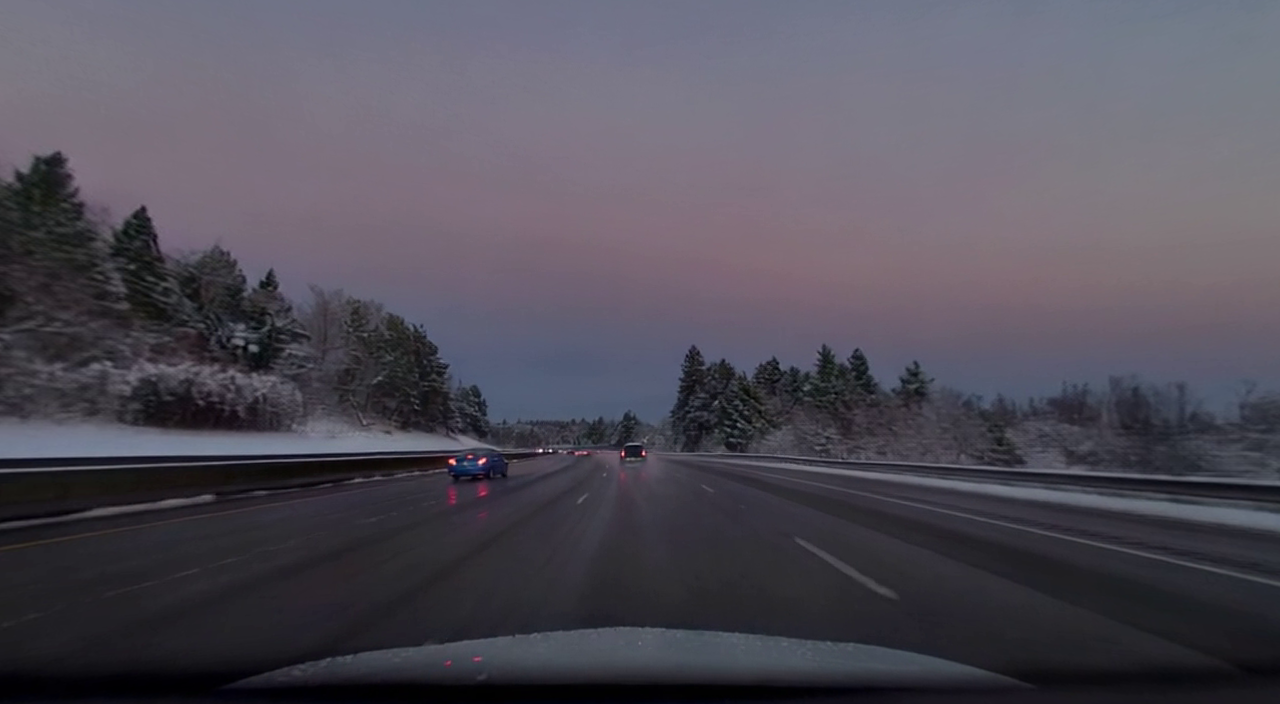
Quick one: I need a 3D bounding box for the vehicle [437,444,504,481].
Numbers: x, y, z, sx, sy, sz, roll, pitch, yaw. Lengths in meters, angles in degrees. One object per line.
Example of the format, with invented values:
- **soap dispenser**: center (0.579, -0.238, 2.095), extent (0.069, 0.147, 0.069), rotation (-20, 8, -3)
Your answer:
- **vehicle**: center (-7.423, 4.855, 28.022), extent (1.915, 1.479, 3.843), rotation (0, -8, -1)
